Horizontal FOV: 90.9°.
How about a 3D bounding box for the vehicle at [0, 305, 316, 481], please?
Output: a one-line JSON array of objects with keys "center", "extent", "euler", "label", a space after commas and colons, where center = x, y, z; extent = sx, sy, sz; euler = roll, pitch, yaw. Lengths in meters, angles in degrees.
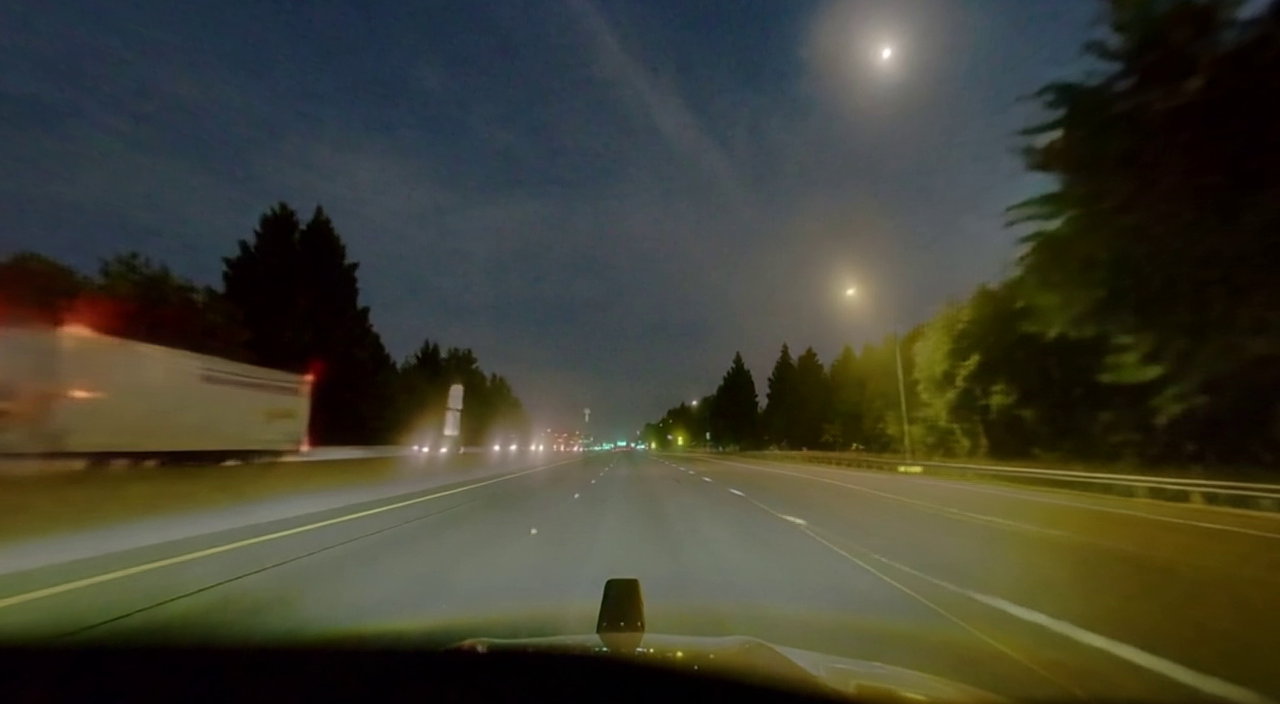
[{"center": [-16.307, 1.991, 21.017], "extent": [2.743, 4.034, 16.022], "euler": [-1, -9, -1], "label": "vehicle"}]
